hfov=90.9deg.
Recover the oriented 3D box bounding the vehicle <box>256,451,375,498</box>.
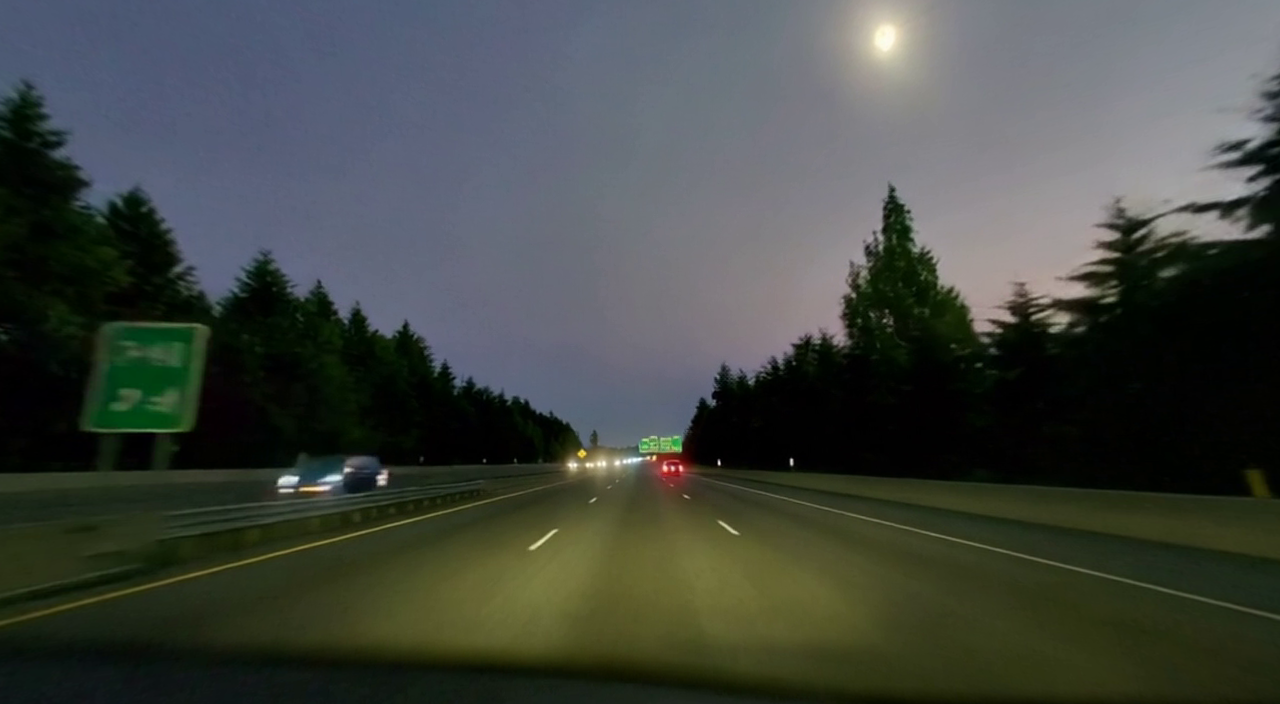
[{"bbox_3d":[-11.852,4.533,23.437,1.958,1.559,4.565,1,-10,0],"label":"vehicle"}]
